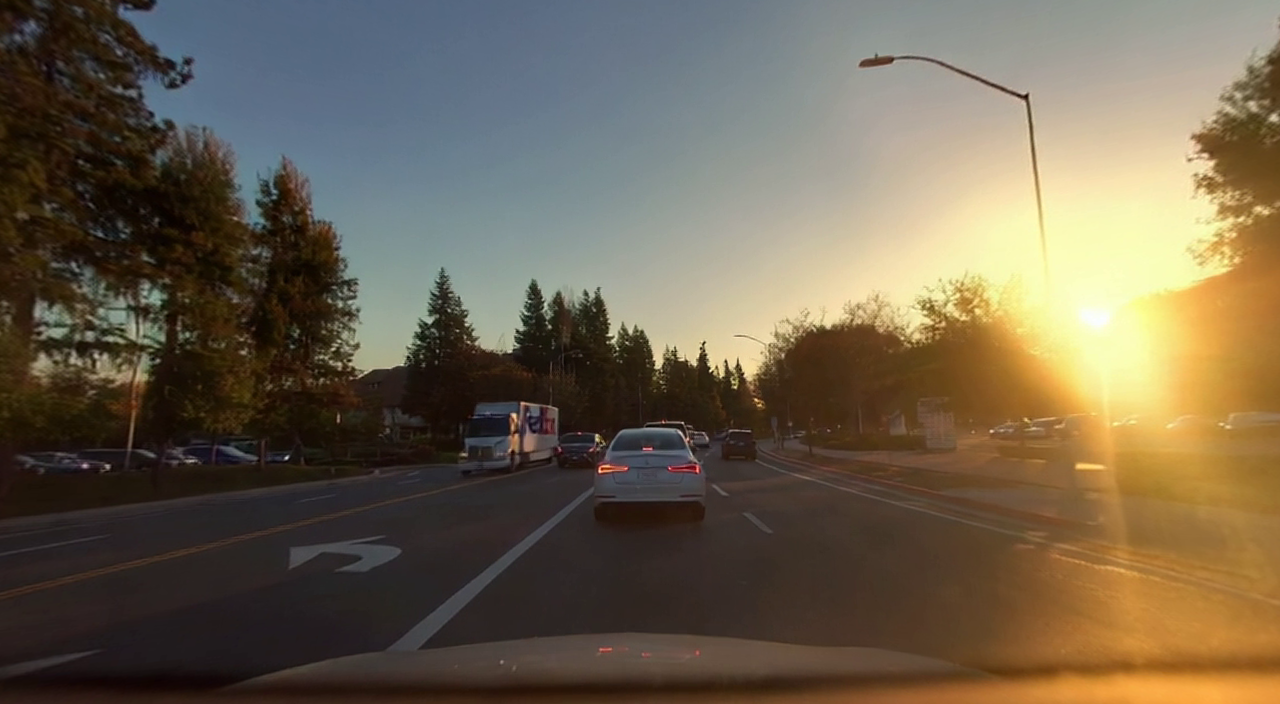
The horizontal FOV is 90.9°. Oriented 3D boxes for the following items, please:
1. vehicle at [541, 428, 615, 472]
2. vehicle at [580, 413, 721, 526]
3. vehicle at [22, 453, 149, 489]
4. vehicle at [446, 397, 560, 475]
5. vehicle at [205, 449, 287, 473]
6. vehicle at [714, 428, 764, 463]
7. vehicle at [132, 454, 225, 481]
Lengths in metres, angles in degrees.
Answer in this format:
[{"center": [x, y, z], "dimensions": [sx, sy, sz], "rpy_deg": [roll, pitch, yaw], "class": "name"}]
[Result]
[{"center": [-2.686, 4.415, 28.536], "dimensions": [2.057, 1.786, 4.725], "rpy_deg": [-2, -8, 11], "class": "vehicle"}, {"center": [0.186, 2.112, 11.861], "dimensions": [2.154, 1.710, 4.128], "rpy_deg": [-1, -8, 1], "class": "vehicle"}, {"center": [-27.959, 6.008, 31.886], "dimensions": [4.743, 1.671, 1.842], "rpy_deg": [-1, -8, 4], "class": "vehicle"}, {"center": [-6.505, 4.297, 31.906], "dimensions": [2.961, 3.316, 9.483], "rpy_deg": [-1, -8, 5], "class": "vehicle"}, {"center": [-26.313, 7.280, 42.178], "dimensions": [4.398, 1.532, 1.769], "rpy_deg": [-2, -8, 7], "class": "vehicle"}, {"center": [5.347, 5.121, 34.666], "dimensions": [2.155, 1.786, 4.459], "rpy_deg": [-1, -8, 2], "class": "vehicle"}, {"center": [-26.910, 6.739, 36.834], "dimensions": [4.260, 1.498, 1.769], "rpy_deg": [-2, -8, 9], "class": "vehicle"}]
